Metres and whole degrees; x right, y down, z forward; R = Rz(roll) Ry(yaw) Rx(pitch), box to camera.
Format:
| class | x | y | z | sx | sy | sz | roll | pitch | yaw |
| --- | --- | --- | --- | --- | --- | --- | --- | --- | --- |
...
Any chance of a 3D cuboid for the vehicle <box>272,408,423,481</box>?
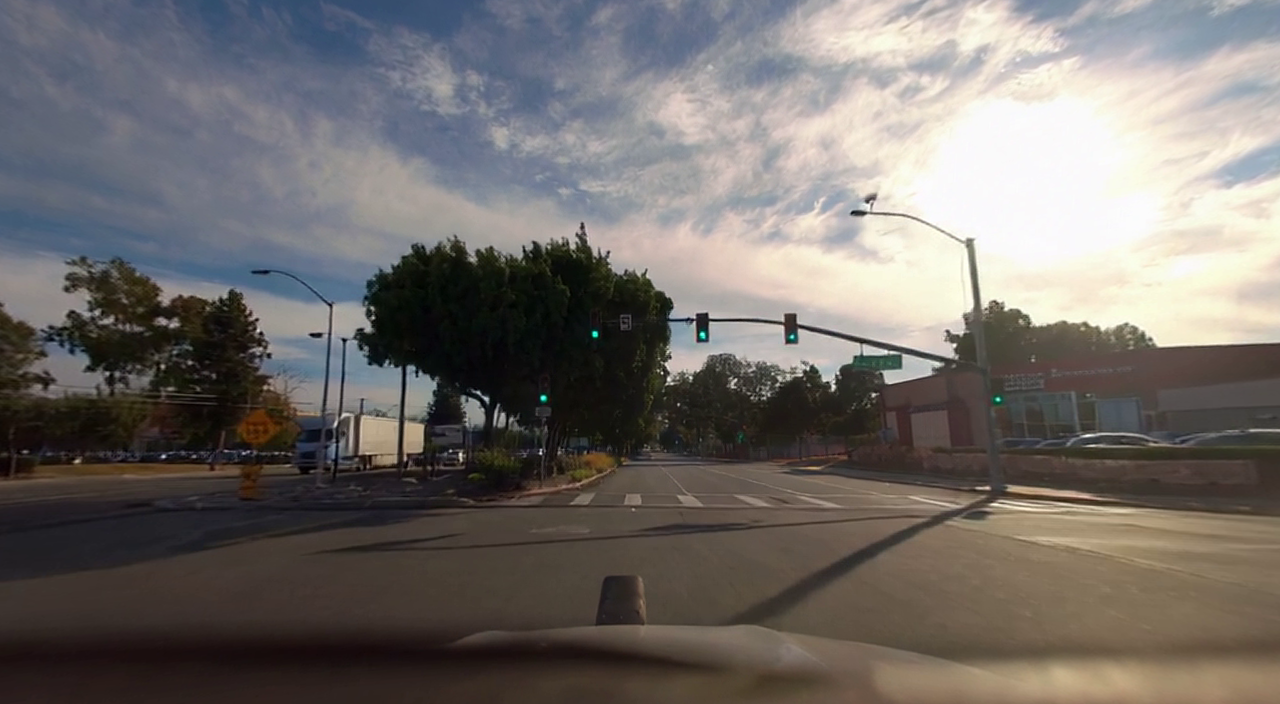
| class | x | y | z | sx | sy | sz | roll | pitch | yaw |
| --- | --- | --- | --- | --- | --- | --- | --- | --- | --- |
| vehicle | -17.784 | 5.962 | 40.240 | 2.953 | 3.772 | 14.243 | 0 | -9 | -1 |
